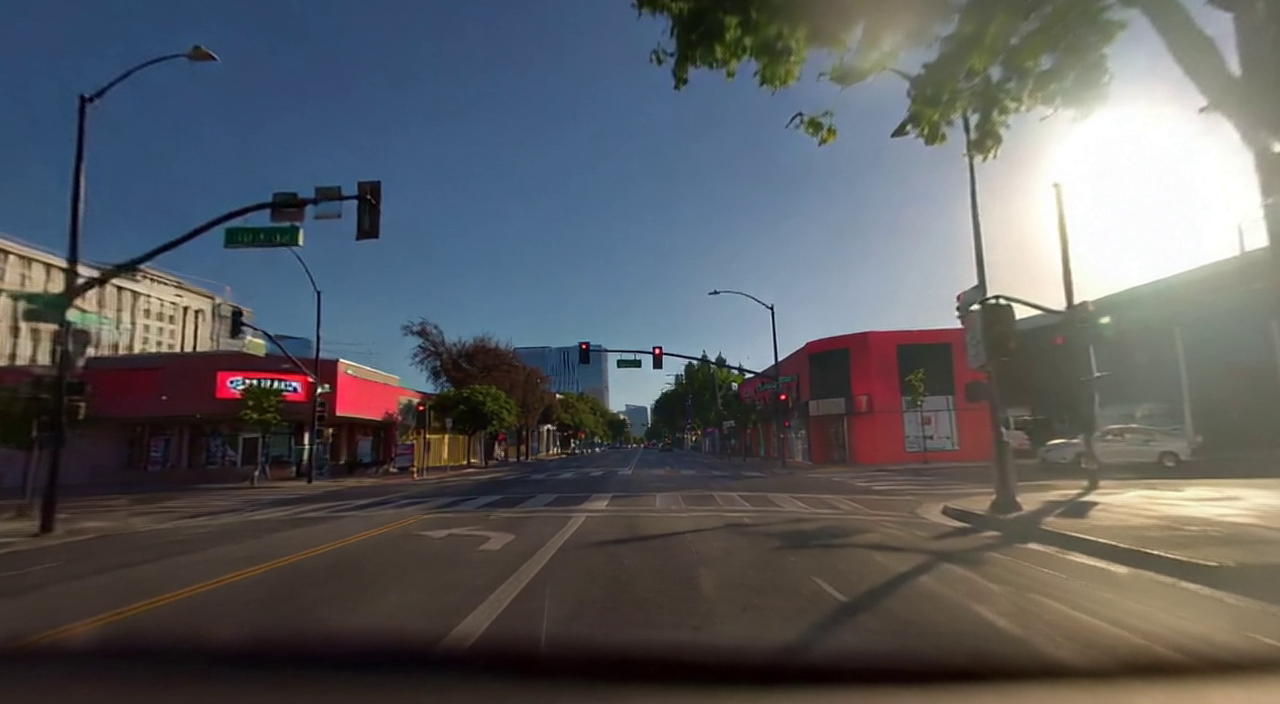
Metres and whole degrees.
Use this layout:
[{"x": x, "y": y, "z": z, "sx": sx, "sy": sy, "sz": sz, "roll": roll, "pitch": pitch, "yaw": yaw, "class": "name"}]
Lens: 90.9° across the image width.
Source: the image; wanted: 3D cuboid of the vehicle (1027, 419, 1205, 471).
[{"x": 17.323, "y": 3.421, "z": 23.134, "sx": 4.836, "sy": 1.795, "sz": 1.957, "roll": 0, "pitch": -8, "yaw": 1, "class": "vehicle"}]
